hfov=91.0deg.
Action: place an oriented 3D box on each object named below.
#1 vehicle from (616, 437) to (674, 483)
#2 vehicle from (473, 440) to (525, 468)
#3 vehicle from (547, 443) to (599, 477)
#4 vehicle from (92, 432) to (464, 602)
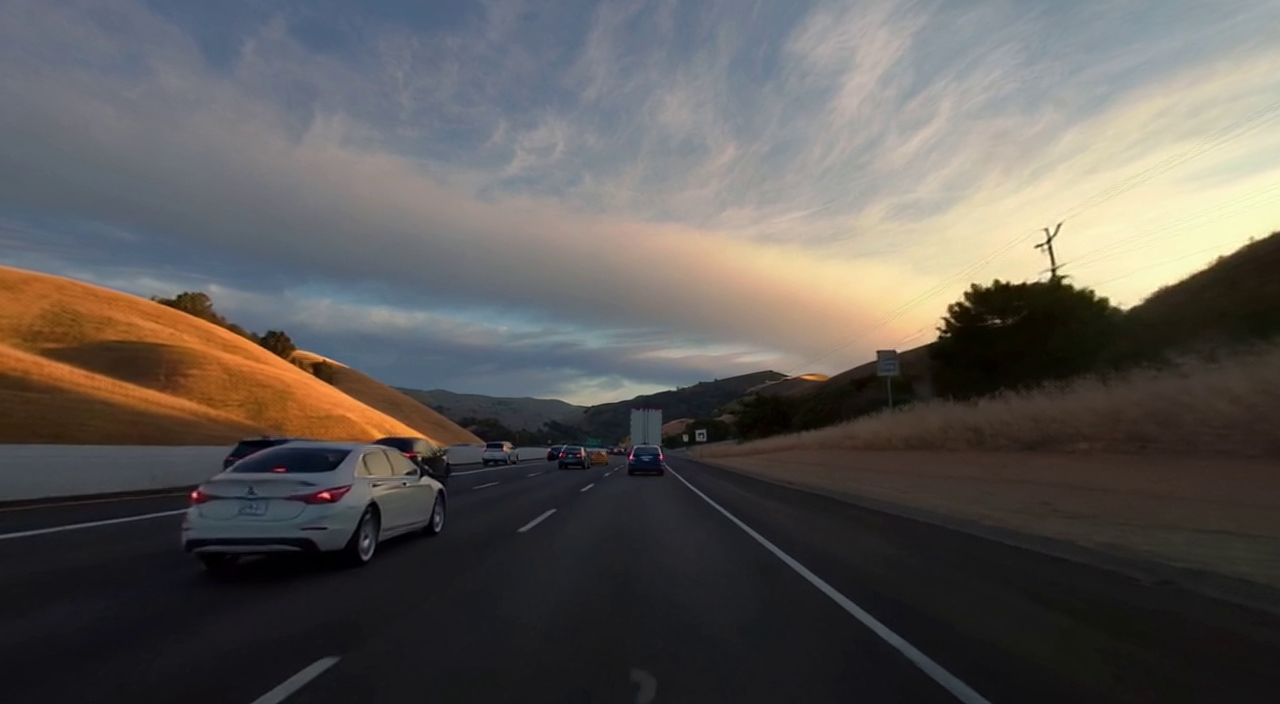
[{"bbox_3d":[0.202,4.612,27.159,2.281,1.795,4.297,1,-8,0],"label":"vehicle"},{"bbox_3d":[-10.798,7.889,48.939,2.421,2.025,6.236,1,-8,2],"label":"vehicle"},{"bbox_3d":[-3.458,5.693,33.532,2.155,1.661,4.477,1,-8,2],"label":"vehicle"},{"bbox_3d":[-3.885,1.813,7.962,1.943,1.468,4.547,1,-8,1],"label":"vehicle"}]
